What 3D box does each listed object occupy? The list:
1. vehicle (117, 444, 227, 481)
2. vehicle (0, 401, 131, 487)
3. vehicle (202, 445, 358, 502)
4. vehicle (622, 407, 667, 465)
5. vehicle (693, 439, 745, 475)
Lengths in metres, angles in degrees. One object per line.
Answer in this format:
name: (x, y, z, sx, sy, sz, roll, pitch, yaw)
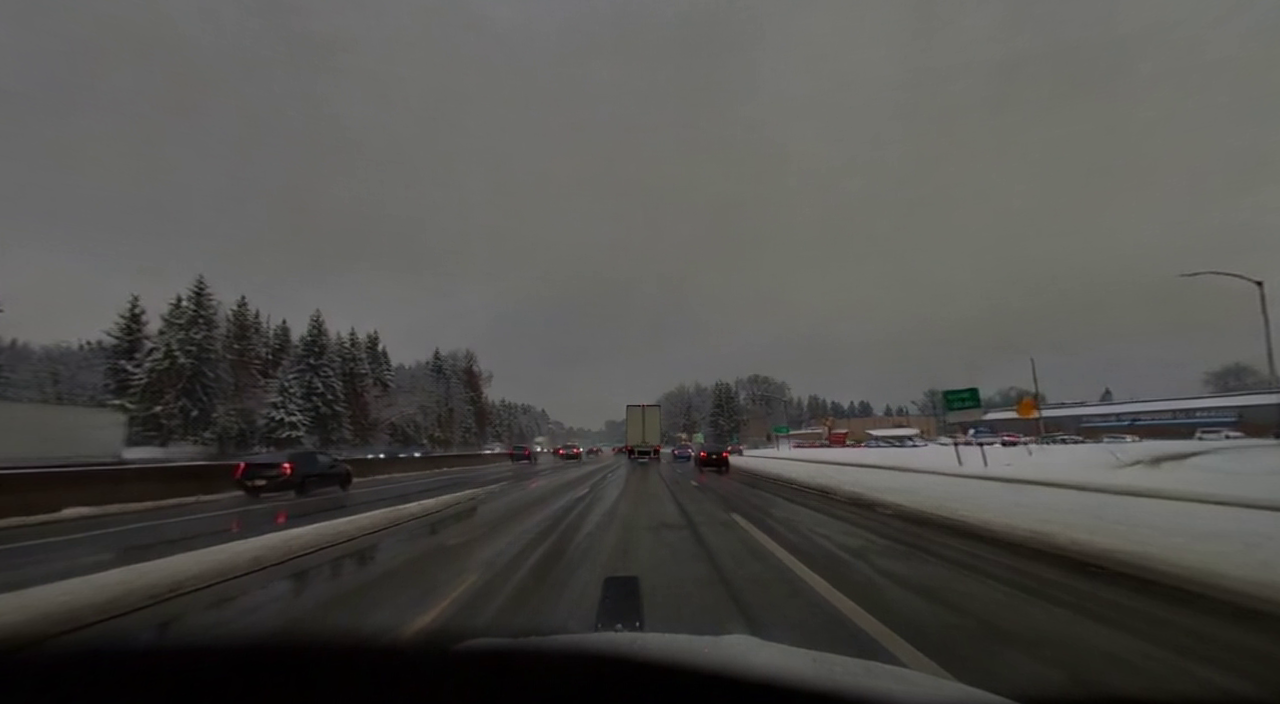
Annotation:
vehicle: (-23.907, 5.612, 32.413, 2.112, 1.750, 4.489, 0, -9, 1)
vehicle: (-31.314, 4.157, 28.389, 3.013, 3.963, 16.399, 0, -9, 0)
vehicle: (-10.740, 3.629, 19.276, 2.015, 1.521, 4.550, 0, -9, 1)
vehicle: (0.488, 6.478, 47.944, 3.012, 3.928, 10.262, 0, -9, 2)
vehicle: (4.035, 5.454, 32.904, 2.107, 1.707, 4.445, 0, -9, 0)
